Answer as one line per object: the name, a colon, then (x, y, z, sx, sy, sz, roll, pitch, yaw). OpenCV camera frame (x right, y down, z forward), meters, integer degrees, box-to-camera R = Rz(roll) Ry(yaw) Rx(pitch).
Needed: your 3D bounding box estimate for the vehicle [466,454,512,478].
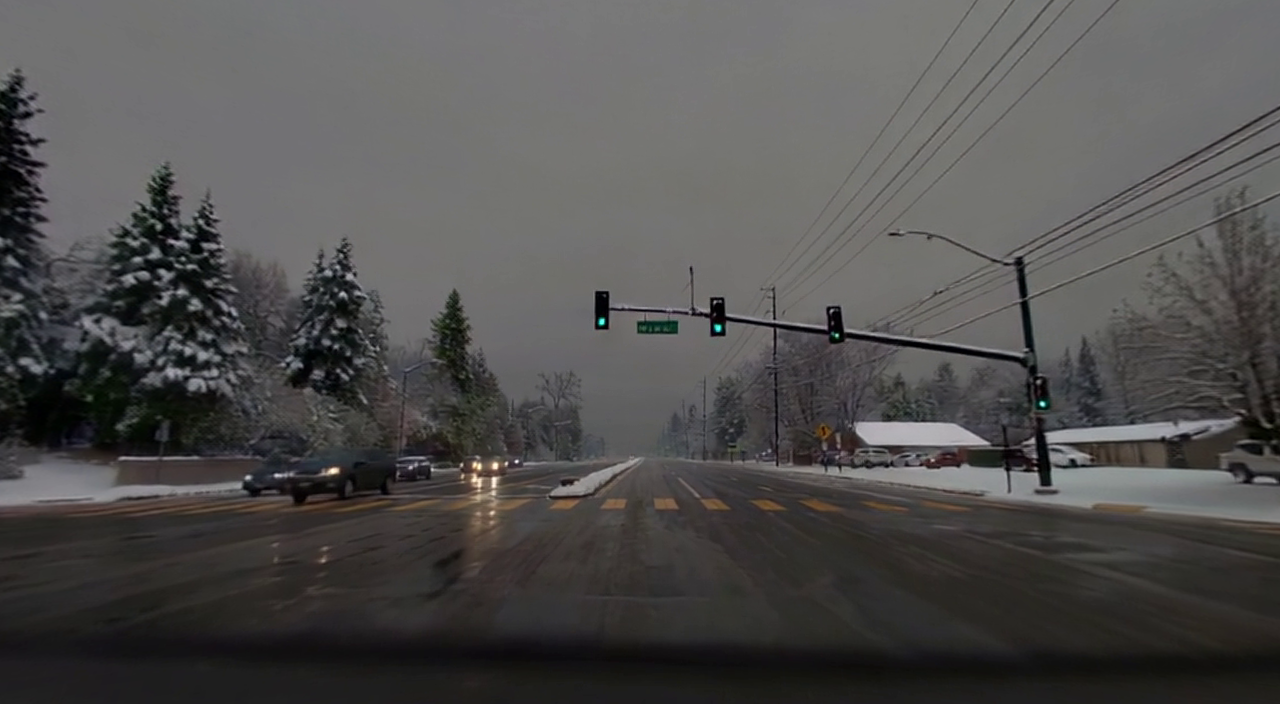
vehicle: (-10.014, 7.571, 42.141, 1.899, 1.464, 4.418, 0, -8, 2)

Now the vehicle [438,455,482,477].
vehicle: (-13.556, 8.610, 47.707, 1.902, 1.470, 4.678, 0, -8, 1)

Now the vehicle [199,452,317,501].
vehicle: (-14.033, 4.564, 23.442, 1.783, 1.592, 3.978, 0, -8, 1)

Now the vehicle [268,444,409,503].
vehicle: (-10.575, 4.254, 22.734, 2.249, 1.825, 5.378, 0, -8, 2)
